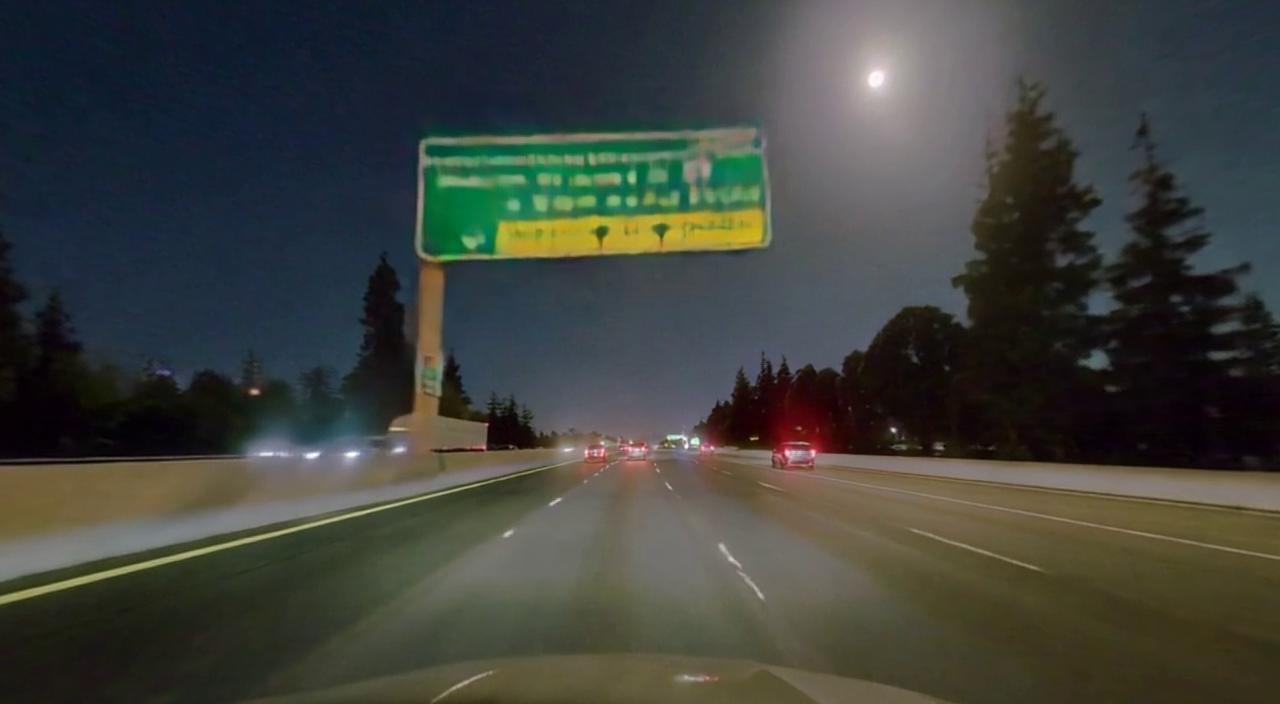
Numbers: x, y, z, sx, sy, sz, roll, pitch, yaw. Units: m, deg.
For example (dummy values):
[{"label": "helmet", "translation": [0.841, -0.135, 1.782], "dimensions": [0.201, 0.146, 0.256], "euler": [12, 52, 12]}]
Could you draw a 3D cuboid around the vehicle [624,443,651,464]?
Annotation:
[{"label": "vehicle", "translation": [-0.164, 7.550, 47.137], "dimensions": [1.977, 1.513, 3.546], "euler": [0, -8, 1]}]

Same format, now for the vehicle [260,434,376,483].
[{"label": "vehicle", "translation": [-12.723, 4.230, 25.378], "dimensions": [2.105, 1.754, 4.678], "euler": [0, -9, 1]}]

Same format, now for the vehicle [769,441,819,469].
[{"label": "vehicle", "translation": [10.008, 6.715, 41.434], "dimensions": [2.130, 1.703, 4.572], "euler": [0, -9, 0]}]

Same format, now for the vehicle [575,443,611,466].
[{"label": "vehicle", "translation": [-3.307, 7.305, 45.338], "dimensions": [2.154, 1.530, 4.519], "euler": [0, -8, 1]}]
